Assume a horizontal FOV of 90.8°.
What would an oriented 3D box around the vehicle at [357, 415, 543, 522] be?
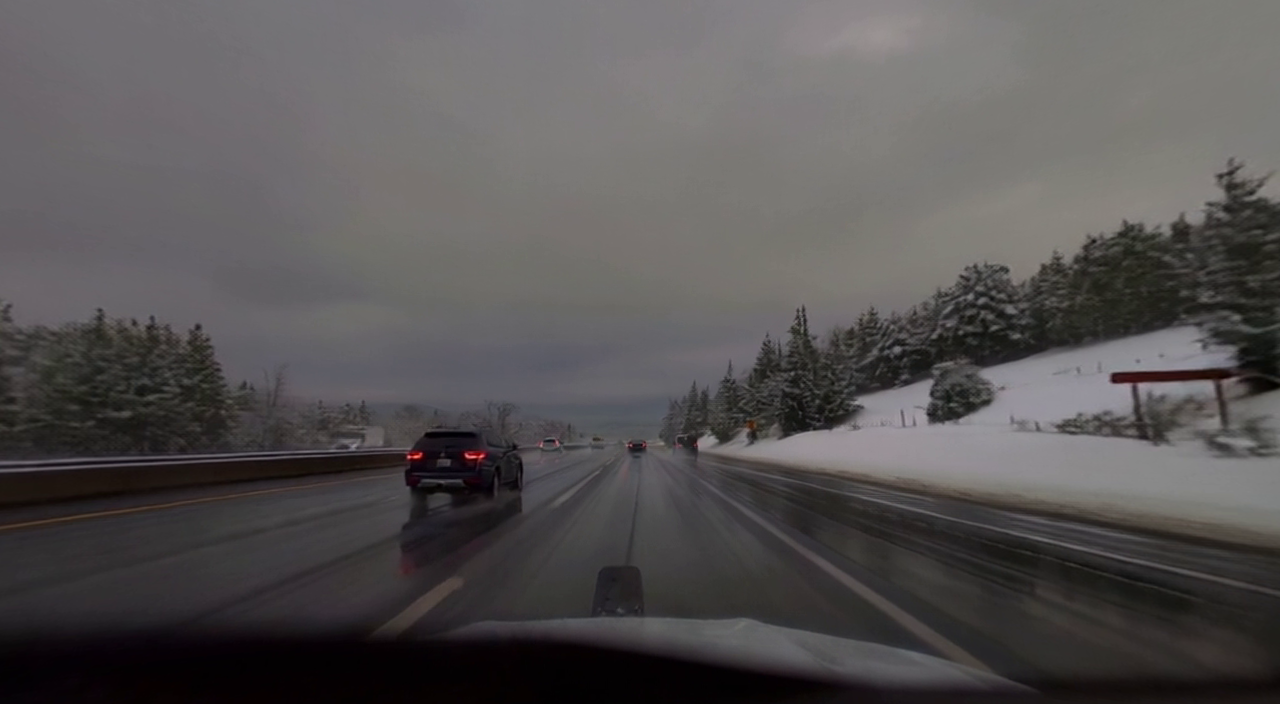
[{"bbox_3d":[-3.398,2.214,12.479,2.166,1.700,4.661,0,-8,1],"label":"vehicle"}]
